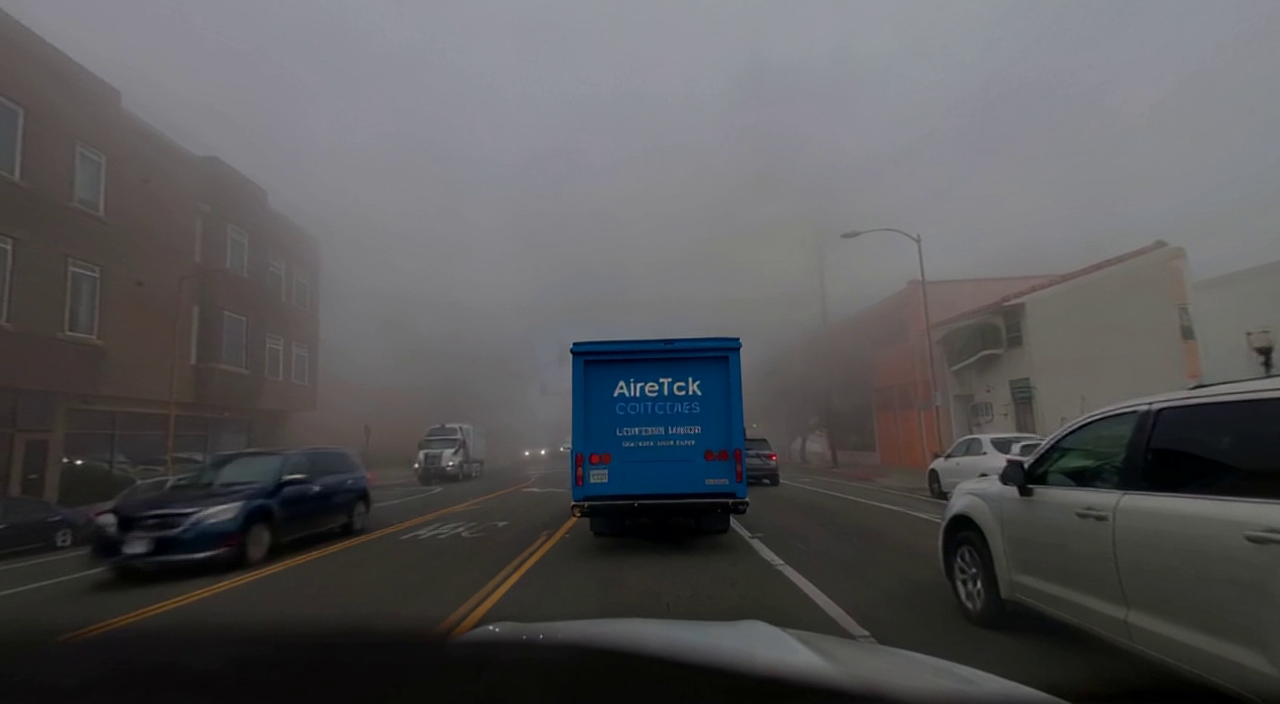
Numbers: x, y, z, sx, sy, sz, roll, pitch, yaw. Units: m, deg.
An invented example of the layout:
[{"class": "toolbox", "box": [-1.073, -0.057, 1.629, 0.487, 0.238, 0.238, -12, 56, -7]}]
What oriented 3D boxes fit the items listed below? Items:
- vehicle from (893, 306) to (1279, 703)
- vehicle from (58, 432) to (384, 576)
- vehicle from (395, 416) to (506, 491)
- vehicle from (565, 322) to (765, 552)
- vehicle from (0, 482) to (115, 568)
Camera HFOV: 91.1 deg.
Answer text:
[{"class": "vehicle", "box": [3.364, 0.910, 3.415, 2.104, 1.786, 4.498, 0, -9, 1]}, {"class": "vehicle", "box": [-5.967, 2.162, 9.814, 2.046, 1.711, 4.320, 0, -9, 1]}, {"class": "vehicle", "box": [-9.079, 5.005, 31.255, 2.883, 3.199, 7.964, 0, -9, 1]}, {"class": "vehicle", "box": [0.203, 1.509, 11.157, 2.517, 2.926, 6.177, 0, -9, -2]}, {"class": "vehicle", "box": [-13.512, 3.547, 12.771, 1.901, 1.508, 4.405, 0, -9, -1]}]
